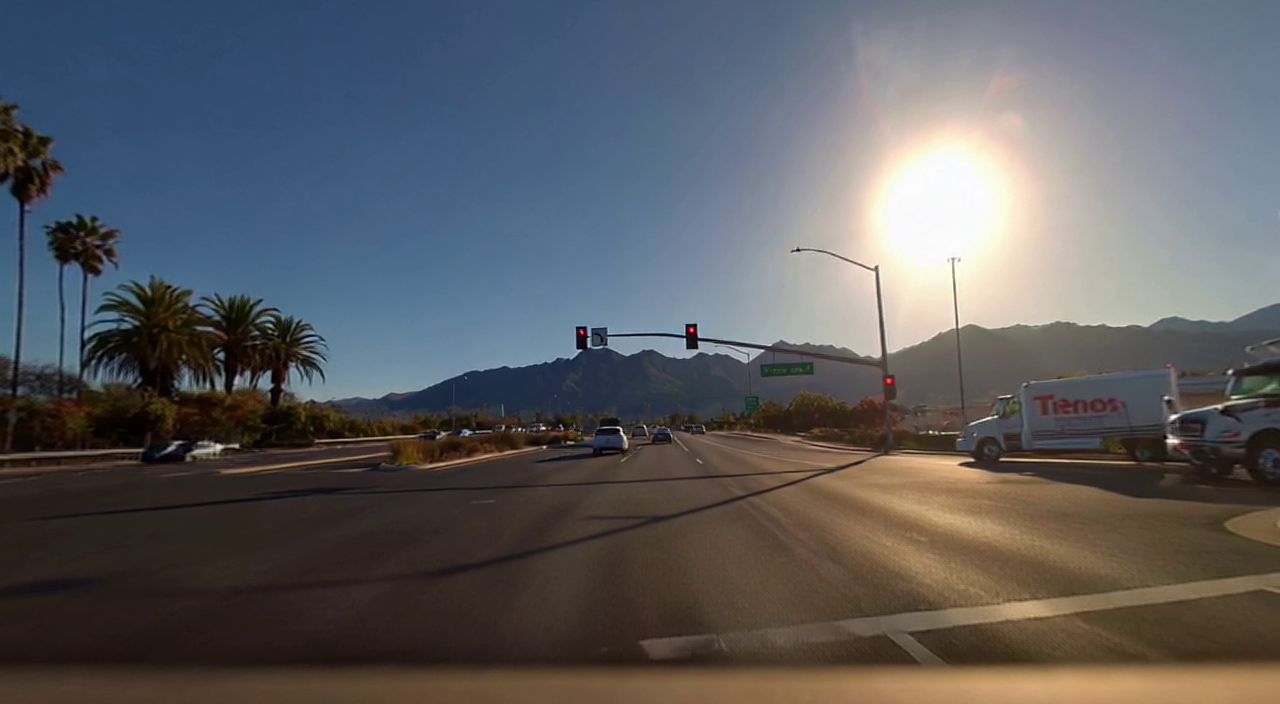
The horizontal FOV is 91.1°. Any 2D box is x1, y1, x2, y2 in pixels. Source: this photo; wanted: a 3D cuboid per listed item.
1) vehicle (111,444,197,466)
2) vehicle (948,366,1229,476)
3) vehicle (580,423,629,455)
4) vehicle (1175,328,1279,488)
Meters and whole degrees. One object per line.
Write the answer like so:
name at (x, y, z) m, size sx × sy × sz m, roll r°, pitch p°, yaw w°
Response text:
vehicle at (-35.428, 7.513, 45.933) m, size 1.827 × 1.543 × 4.741 m, roll -2°, pitch -9°, yaw 14°
vehicle at (15.088, 2.491, 21.993) m, size 7.088 × 3.414 × 3.237 m, roll -2°, pitch -9°, yaw 16°
vehicle at (-1.958, 4.988, 35.956) m, size 2.287 × 1.712 × 4.537 m, roll 0°, pitch -8°, yaw 3°
vehicle at (18.379, 1.521, 16.467) m, size 5.512 × 3.865 × 3.002 m, roll -1°, pitch -9°, yaw 3°
